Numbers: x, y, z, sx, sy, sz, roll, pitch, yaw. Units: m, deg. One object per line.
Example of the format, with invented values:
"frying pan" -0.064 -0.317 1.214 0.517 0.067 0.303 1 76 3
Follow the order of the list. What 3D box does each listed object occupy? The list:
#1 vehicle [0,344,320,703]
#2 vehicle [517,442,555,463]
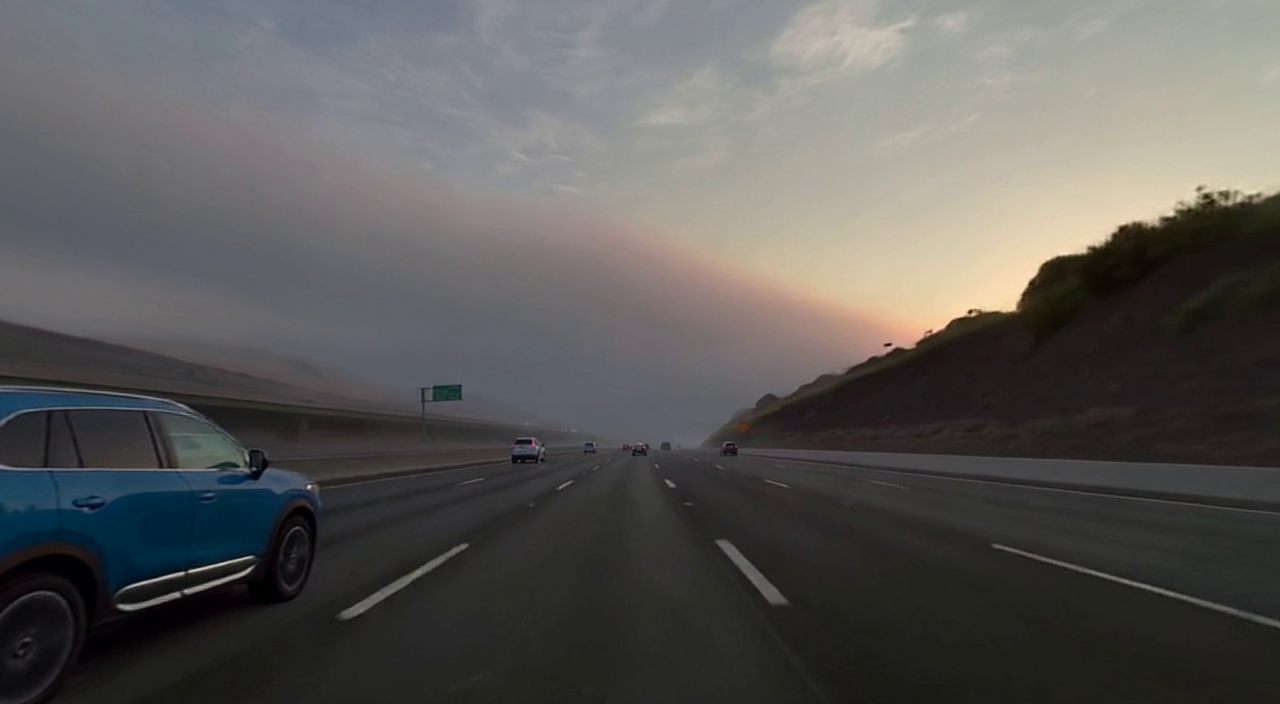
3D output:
"vehicle" -3.665 0.867 2.825 2.047 1.715 4.689 0 -9 -1
"vehicle" -7.781 7.570 47.647 2.054 1.474 4.450 0 -9 1
